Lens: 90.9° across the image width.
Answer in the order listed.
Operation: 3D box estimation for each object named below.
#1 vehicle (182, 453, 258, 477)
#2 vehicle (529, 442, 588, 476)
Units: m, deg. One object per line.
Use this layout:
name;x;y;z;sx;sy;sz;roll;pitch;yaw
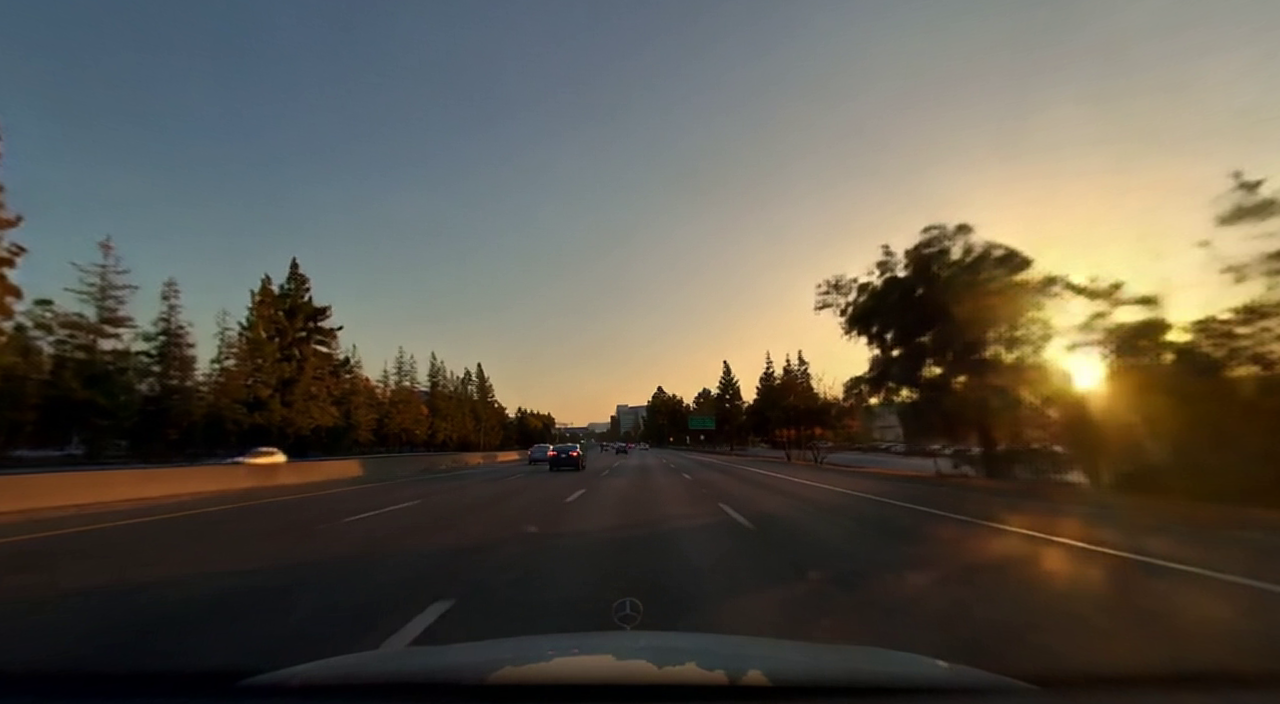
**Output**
vehicle;-27.837;7.461;41.986;1.834;1.438;4.551;0;-8;1
vehicle;-3.674;4.934;29.309;2.128;1.450;4.078;0;-8;1
